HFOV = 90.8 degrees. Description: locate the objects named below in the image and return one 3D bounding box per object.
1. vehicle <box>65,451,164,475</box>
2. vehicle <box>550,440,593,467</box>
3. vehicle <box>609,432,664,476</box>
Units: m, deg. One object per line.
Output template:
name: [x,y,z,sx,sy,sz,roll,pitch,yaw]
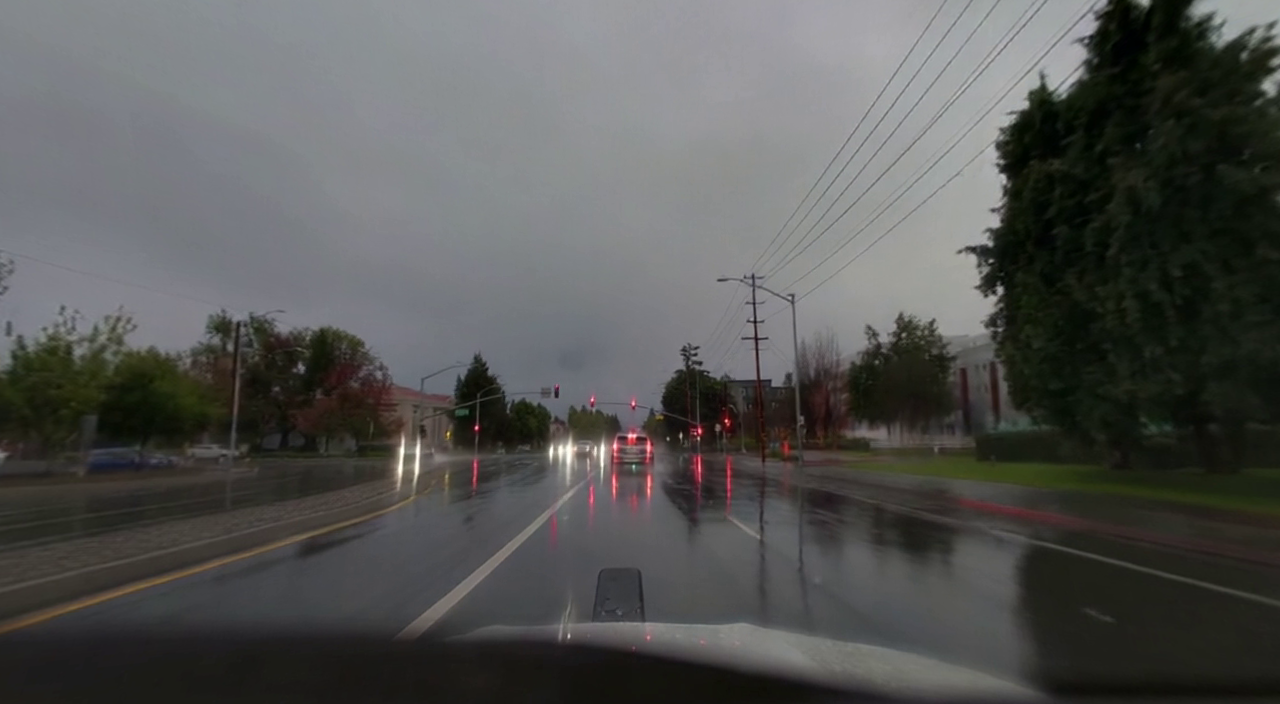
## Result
vehicle: [-34.244,7.229,41.259,4.608,1.435,2.076,0,-9,0]
vehicle: [-3.996,6.000,37.512,2.075,1.474,4.367,0,-9,0]
vehicle: [-0.180,4.410,27.509,2.188,1.782,3.982,0,-9,-1]
